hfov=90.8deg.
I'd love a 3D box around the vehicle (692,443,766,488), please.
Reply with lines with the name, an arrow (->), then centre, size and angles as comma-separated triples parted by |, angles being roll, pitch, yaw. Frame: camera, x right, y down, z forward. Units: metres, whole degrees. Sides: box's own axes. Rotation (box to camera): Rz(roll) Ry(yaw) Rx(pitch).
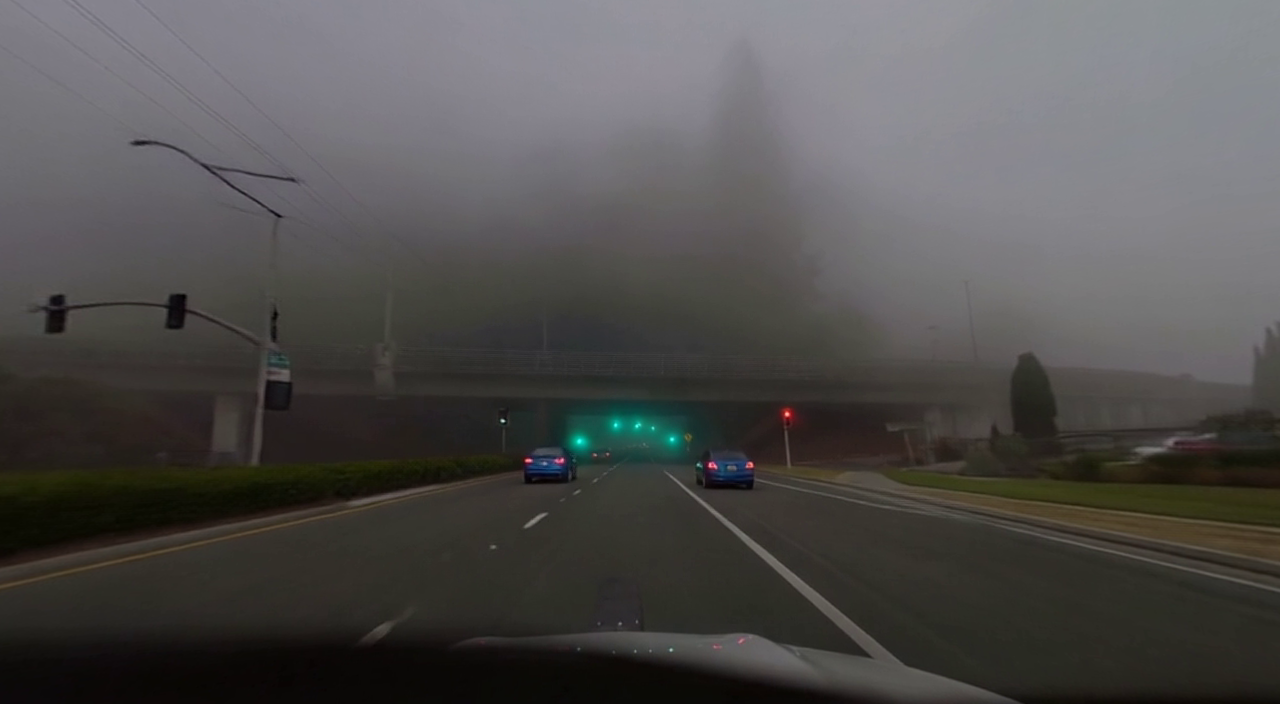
vehicle -> 3.178, 4.167, 23.536 | 2.068, 1.497, 4.247 | 0, -9, -1

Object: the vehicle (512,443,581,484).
vehicle -> -3.663, 4.439, 25.534 | 2.060, 1.484, 4.417 | 0, -9, 1
